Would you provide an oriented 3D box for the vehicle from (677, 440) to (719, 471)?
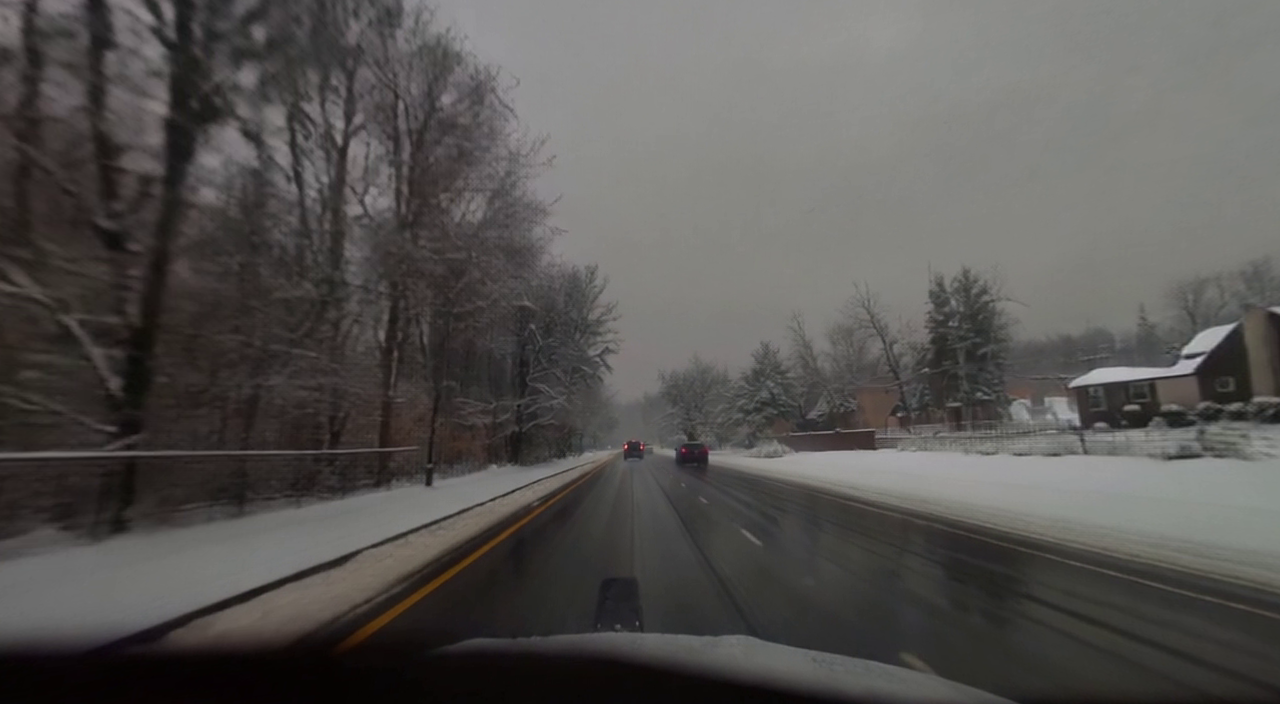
[{"bbox_3d":[3.204,5.842,35.749,1.888,1.640,4.044,0,-8,-2],"label":"vehicle"}]
